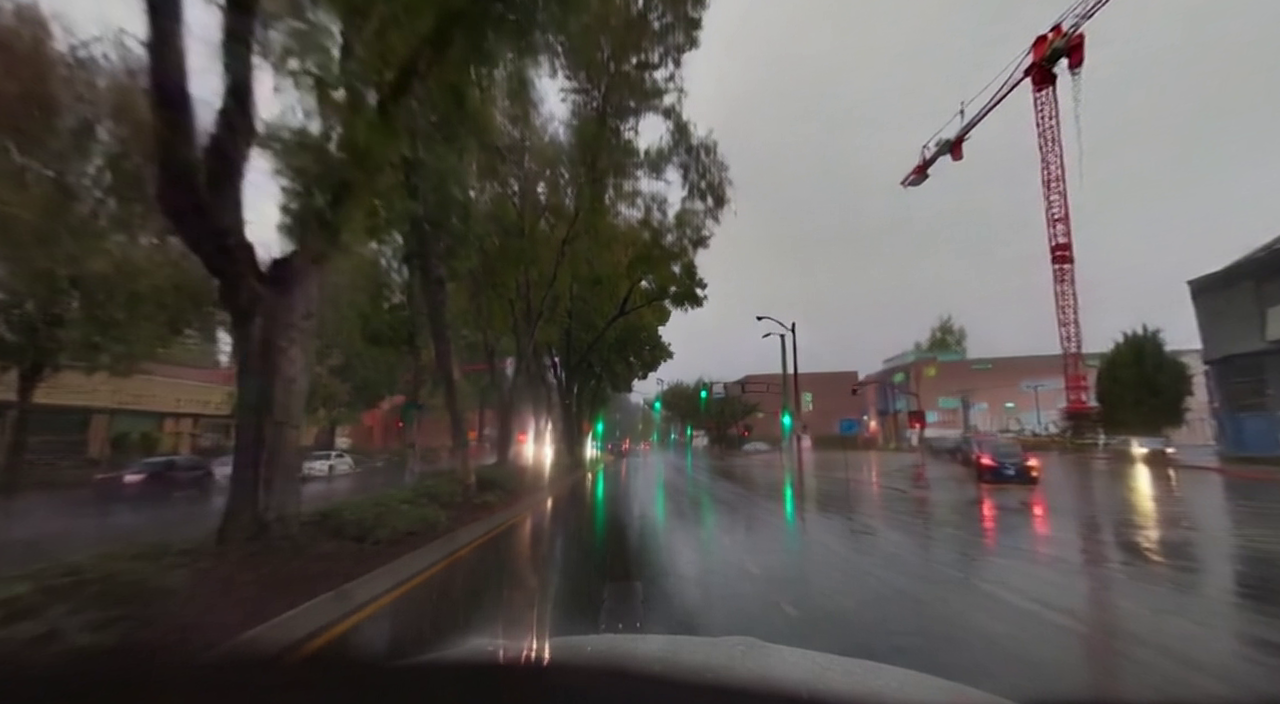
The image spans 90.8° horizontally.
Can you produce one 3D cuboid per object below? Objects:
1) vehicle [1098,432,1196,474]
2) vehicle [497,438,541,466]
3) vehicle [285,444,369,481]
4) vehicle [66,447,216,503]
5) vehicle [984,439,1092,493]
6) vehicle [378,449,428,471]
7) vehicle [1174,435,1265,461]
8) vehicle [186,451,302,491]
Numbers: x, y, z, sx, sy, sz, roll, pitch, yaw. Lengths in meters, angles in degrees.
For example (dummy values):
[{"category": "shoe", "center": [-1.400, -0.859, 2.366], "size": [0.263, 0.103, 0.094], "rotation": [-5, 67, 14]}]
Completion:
[{"category": "vehicle", "center": [25.553, 5.090, 32.090], "size": [2.159, 1.920, 4.948], "rotation": [-3, -9, 18]}, {"category": "vehicle", "center": [-8.962, 7.418, 47.150], "size": [2.227, 1.956, 4.978], "rotation": [0, -9, 1]}, {"category": "vehicle", "center": [-16.366, 5.787, 33.365], "size": [2.070, 1.774, 4.549], "rotation": [0, -9, 0]}, {"category": "vehicle", "center": [-16.467, 4.033, 21.163], "size": [1.808, 1.670, 3.937], "rotation": [0, -9, -1]}, {"category": "vehicle", "center": [12.530, 3.580, 20.240], "size": [1.961, 1.485, 4.762], "rotation": [-3, -9, 21]}, {"category": "vehicle", "center": [-16.664, 7.617, 44.698], "size": [1.804, 1.467, 4.489], "rotation": [0, -9, 0]}, {"category": "vehicle", "center": [35.785, 5.937, 39.101], "size": [3.656, 1.497, 1.727], "rotation": [-3, -9, 17]}, {"category": "vehicle", "center": [-16.449, 4.934, 26.585], "size": [1.780, 1.493, 4.703], "rotation": [0, -9, 1]}]
